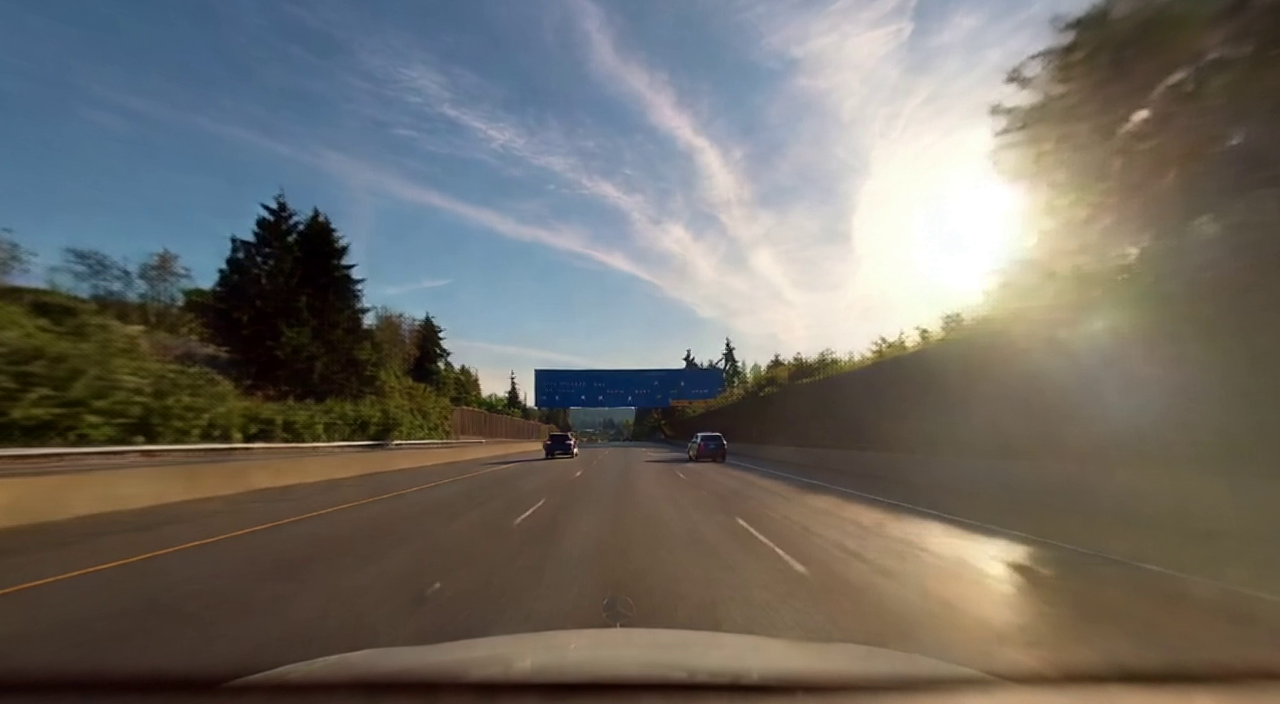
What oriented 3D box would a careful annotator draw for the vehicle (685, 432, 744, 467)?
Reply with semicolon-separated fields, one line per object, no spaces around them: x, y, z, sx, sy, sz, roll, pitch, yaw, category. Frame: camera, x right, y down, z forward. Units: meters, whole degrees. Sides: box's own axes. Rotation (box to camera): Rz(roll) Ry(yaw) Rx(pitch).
3.361;4.508;29.401;2.077;1.523;4.539;0;-8;-2;vehicle

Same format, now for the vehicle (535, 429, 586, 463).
-4.163;4.983;33.461;2.219;1.660;4.153;0;-8;-1;vehicle
